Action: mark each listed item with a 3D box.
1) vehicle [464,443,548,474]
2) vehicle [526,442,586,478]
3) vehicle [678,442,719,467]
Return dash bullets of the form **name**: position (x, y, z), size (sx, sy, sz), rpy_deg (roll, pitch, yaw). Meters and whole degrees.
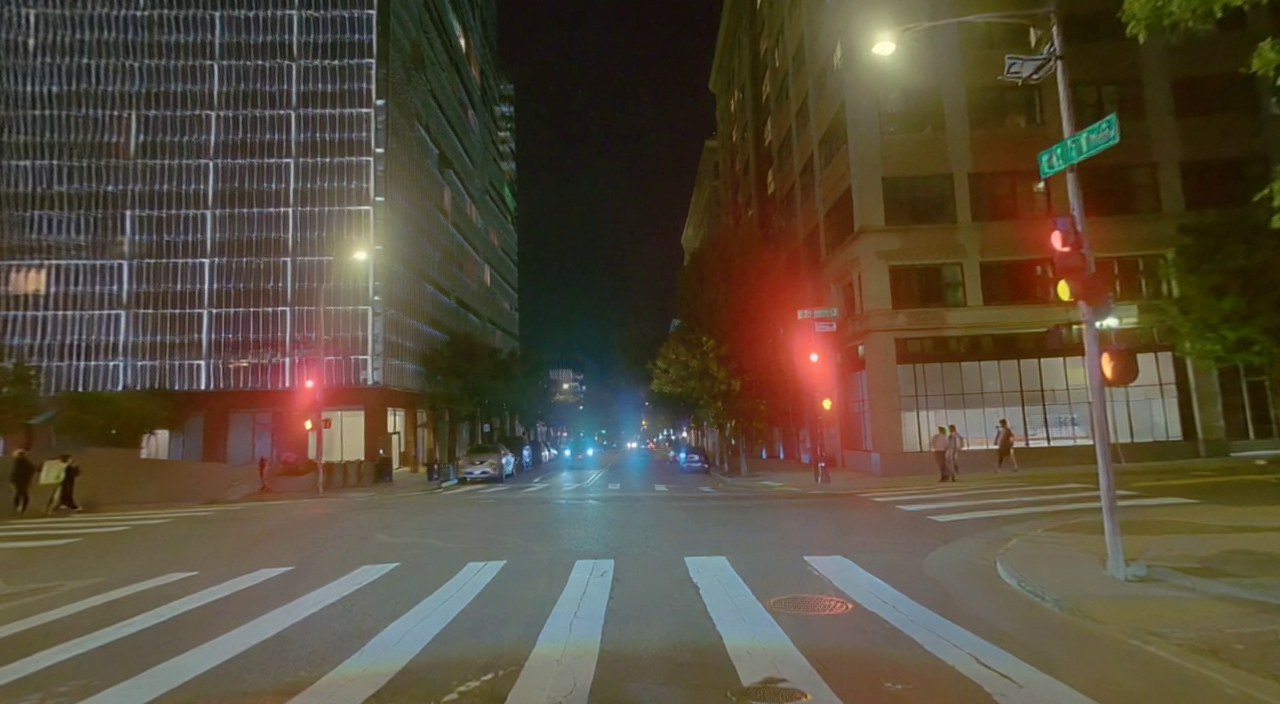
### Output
- **vehicle**: position (-8.024, 6.365, 38.017), size (1.963, 1.726, 4.526), rpy_deg (-8, -12, 44)
- **vehicle**: position (-3.670, 4.817, 28.454), size (1.989, 1.481, 4.500), rpy_deg (0, -8, 1)
- **vehicle**: position (3.540, 6.283, 38.866), size (1.853, 1.426, 4.160), rpy_deg (1, -8, -3)
